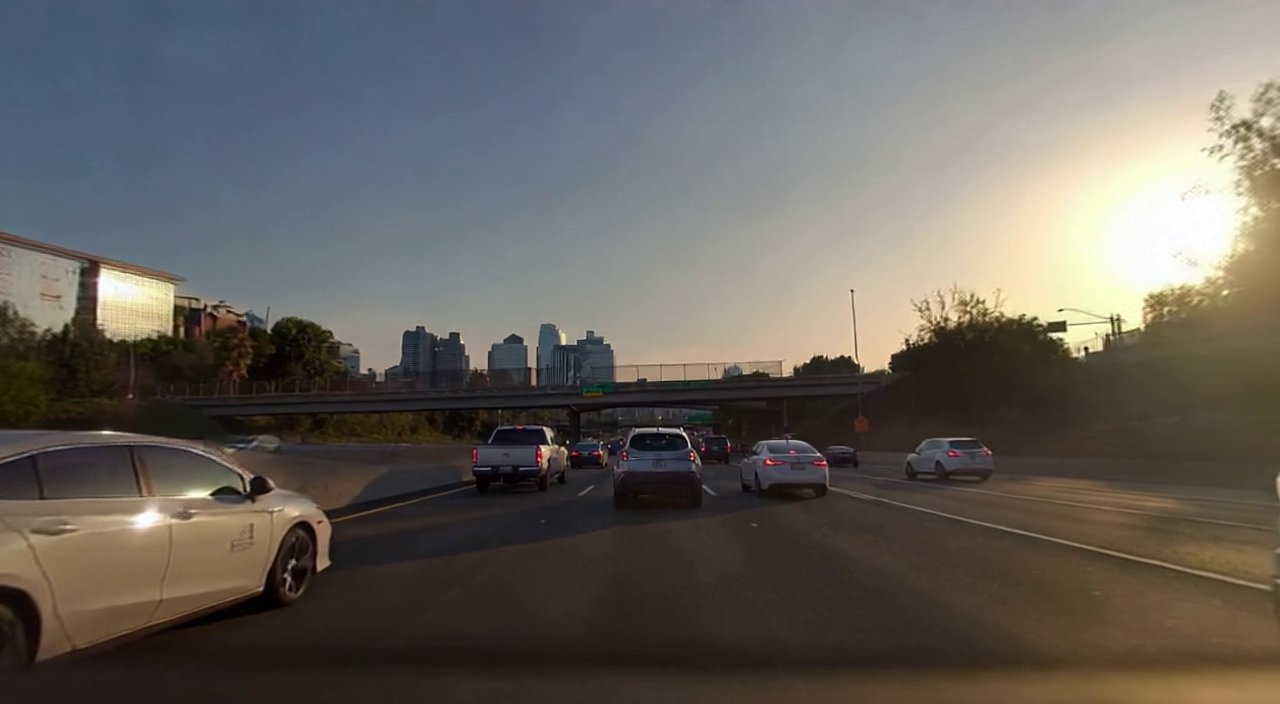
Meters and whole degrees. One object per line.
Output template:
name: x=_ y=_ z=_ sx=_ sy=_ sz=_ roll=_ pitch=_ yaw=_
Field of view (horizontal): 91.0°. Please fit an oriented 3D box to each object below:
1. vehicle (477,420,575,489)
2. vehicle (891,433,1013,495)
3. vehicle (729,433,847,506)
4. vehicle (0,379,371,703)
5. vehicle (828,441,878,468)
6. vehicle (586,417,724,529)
vehicle: x=-3.876 y=3.658 z=22.742 sx=2.212 sy=2.101 sz=6.052 roll=0 pitch=-9 yaw=2
vehicle: x=9.994 y=3.596 z=20.587 sx=1.977 sy=1.795 sz=4.208 roll=0 pitch=-9 yaw=3
vehicle: x=3.720 y=3.034 z=16.769 sx=2.022 sy=1.633 sz=4.651 roll=0 pitch=-9 yaw=0
vehicle: x=-3.640 y=1.056 z=3.613 sx=2.014 sy=1.579 sz=4.761 roll=0 pitch=-9 yaw=1
vehicle: x=15.140 y=7.314 z=44.996 sx=2.085 sy=1.754 sz=4.466 roll=0 pitch=-9 yaw=1
vehicle: x=0.270 y=2.246 z=12.206 sx=2.181 sy=1.756 sz=4.167 roll=0 pitch=-9 yaw=1
